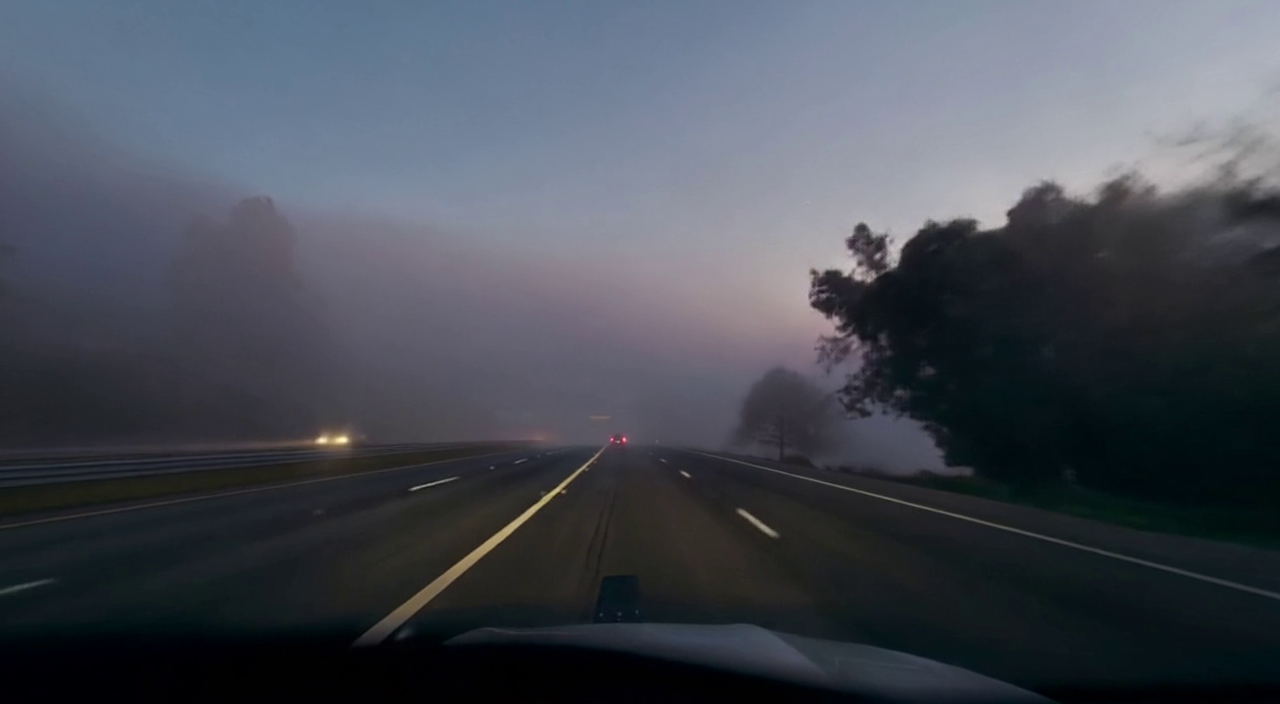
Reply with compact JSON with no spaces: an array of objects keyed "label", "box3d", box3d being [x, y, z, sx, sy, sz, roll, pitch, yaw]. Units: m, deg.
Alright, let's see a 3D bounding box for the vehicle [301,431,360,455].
[{"label":"vehicle","box3d":[-21.300,6.276,43.511,1.839,1.514,4.616,0,-8,-2]}]
